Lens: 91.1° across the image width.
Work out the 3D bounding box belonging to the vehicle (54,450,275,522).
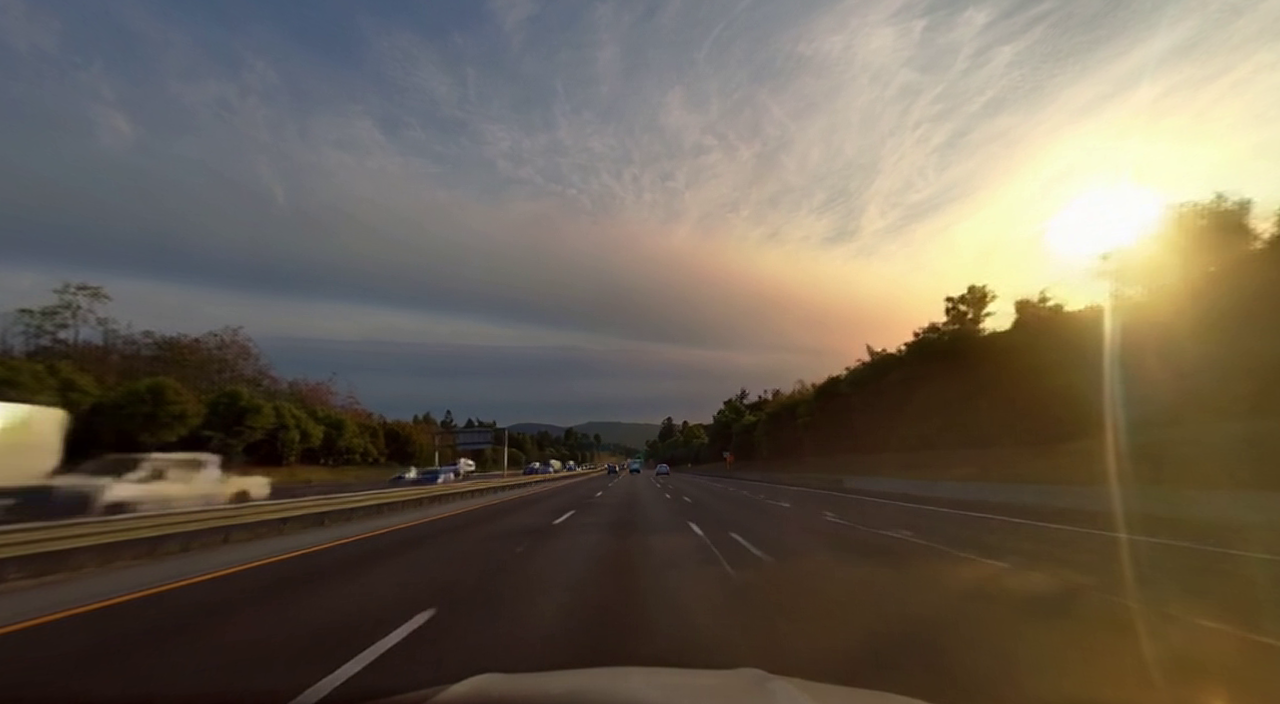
[{"bbox_3d":[-12.594,3.581,17.188,2.296,1.635,4.726,1,-10,0],"label":"vehicle"}]

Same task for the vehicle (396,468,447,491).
[{"bbox_3d":[-16.370,9.531,47.301,2.037,1.590,4.871,1,-10,1],"label":"vehicle"}]
